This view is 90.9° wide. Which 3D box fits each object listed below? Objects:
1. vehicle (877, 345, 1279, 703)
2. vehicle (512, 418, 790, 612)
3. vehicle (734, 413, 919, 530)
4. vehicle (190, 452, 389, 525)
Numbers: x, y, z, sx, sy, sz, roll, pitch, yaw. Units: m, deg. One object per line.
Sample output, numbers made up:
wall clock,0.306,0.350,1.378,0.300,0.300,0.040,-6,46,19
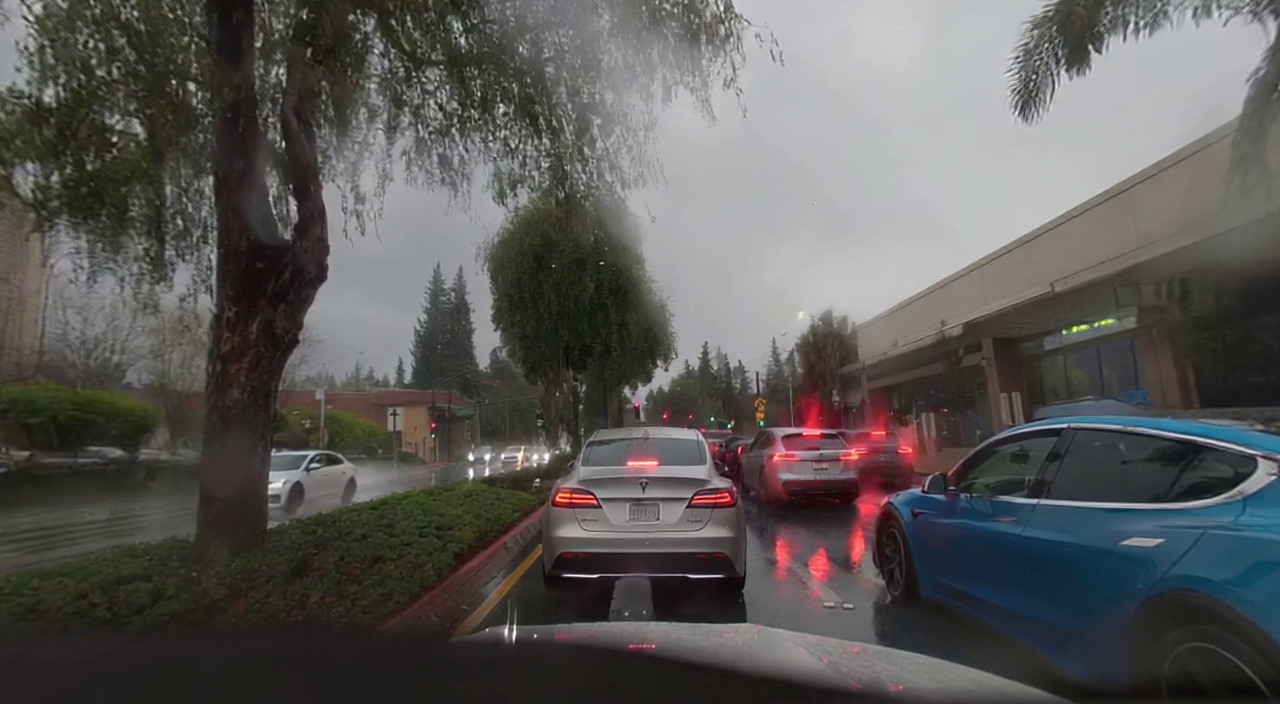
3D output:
vehicle,3.183,0.999,3.432,2.038,1.651,4.455,0,-8,0
vehicle,0.101,1.553,6.911,2.137,1.488,3.938,0,-8,1
vehicle,3.162,2.128,11.773,2.088,1.769,4.283,0,-8,-1
vehicle,-7.910,3.080,14.859,2.089,1.381,4.477,0,-8,0
